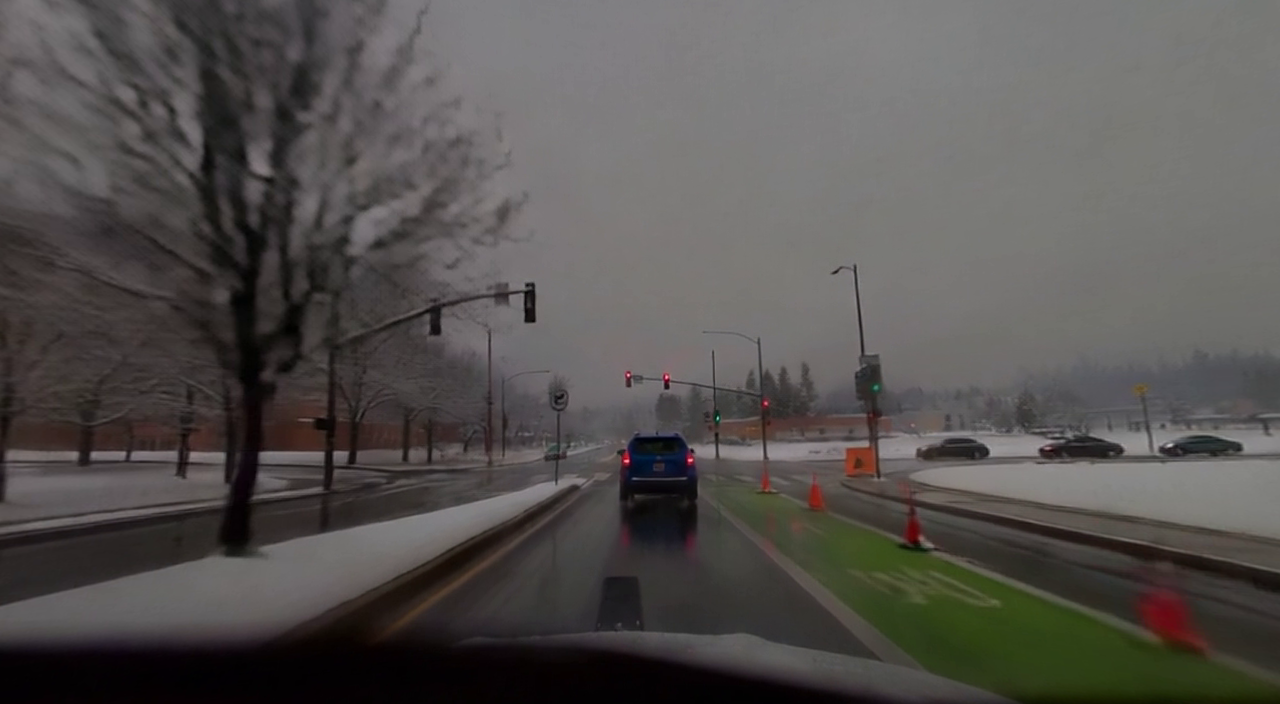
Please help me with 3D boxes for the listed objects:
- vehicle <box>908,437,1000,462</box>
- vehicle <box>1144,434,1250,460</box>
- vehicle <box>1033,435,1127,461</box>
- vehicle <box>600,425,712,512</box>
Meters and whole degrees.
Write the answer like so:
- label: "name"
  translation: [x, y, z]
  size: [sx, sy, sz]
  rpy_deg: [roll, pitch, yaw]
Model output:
- label: "vehicle"
  translation: [18.879, 5.896, 38.143]
  size: [4.492, 1.422, 1.961]
  rpy_deg: [0, -9, -1]
- label: "vehicle"
  translation: [33.492, 5.733, 38.051]
  size: [4.483, 1.481, 2.082]
  rpy_deg: [0, -9, -3]
- label: "vehicle"
  translation: [26.693, 5.834, 38.385]
  size: [4.343, 1.518, 1.845]
  rpy_deg: [0, -9, -3]
- label: "vehicle"
  translation: [0.344, 2.800, 15.670]
  size: [2.339, 1.790, 4.629]
  rpy_deg: [0, -9, 0]
